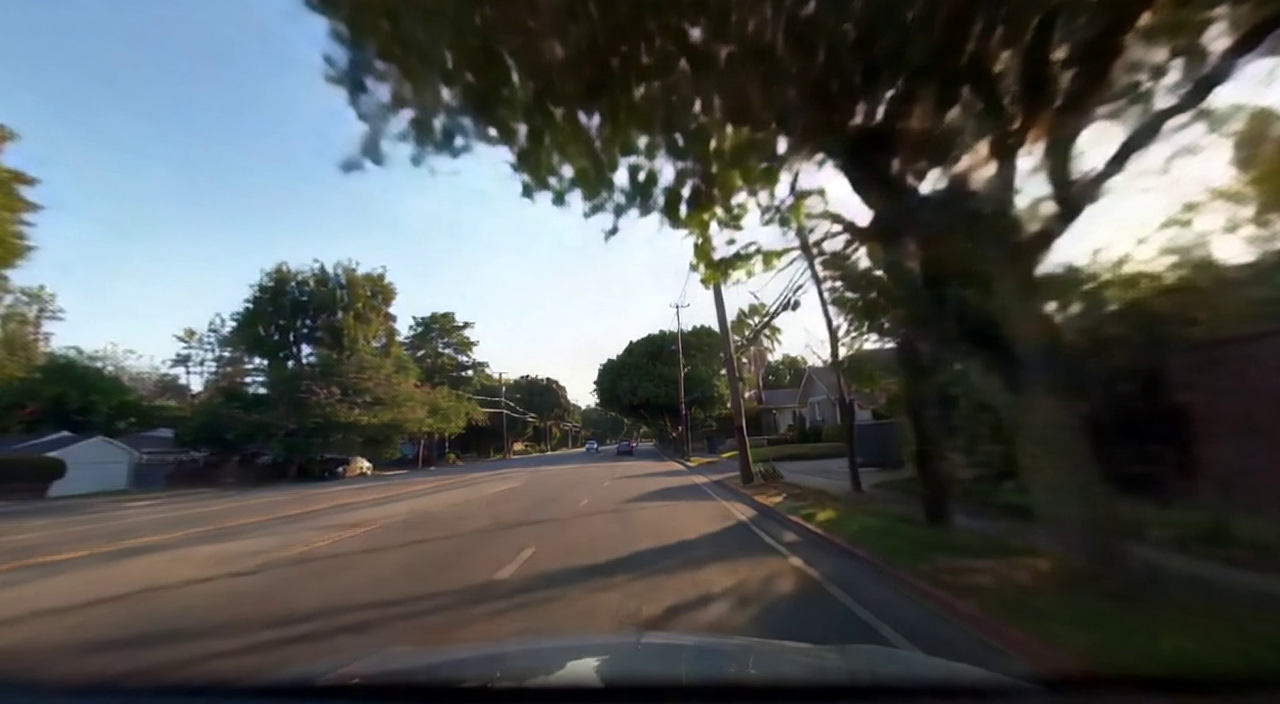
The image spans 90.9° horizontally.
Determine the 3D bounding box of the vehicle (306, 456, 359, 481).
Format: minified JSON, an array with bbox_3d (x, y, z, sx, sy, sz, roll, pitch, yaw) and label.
[{"bbox_3d":[-20.922,7.899,43.074,1.854,1.504,4.436,1,-8,-7],"label":"vehicle"}]
